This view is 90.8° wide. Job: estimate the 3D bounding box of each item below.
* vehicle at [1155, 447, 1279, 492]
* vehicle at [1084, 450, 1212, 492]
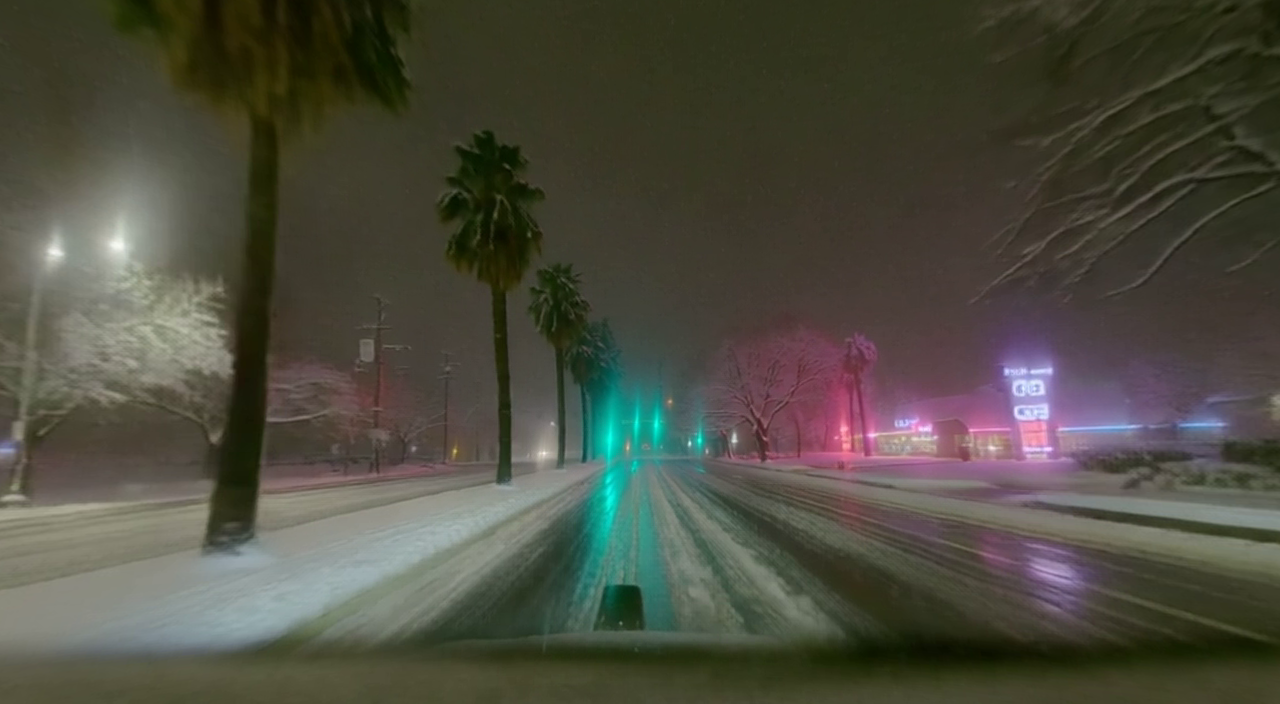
[{"bbox_3d":[25.563,5.044,27.601,2.053,1.784,4.672,0,-8,-1],"label":"vehicle"},{"bbox_3d":[22.437,5.231,28.178,1.996,1.683,4.379,0,-9,-1],"label":"vehicle"}]
